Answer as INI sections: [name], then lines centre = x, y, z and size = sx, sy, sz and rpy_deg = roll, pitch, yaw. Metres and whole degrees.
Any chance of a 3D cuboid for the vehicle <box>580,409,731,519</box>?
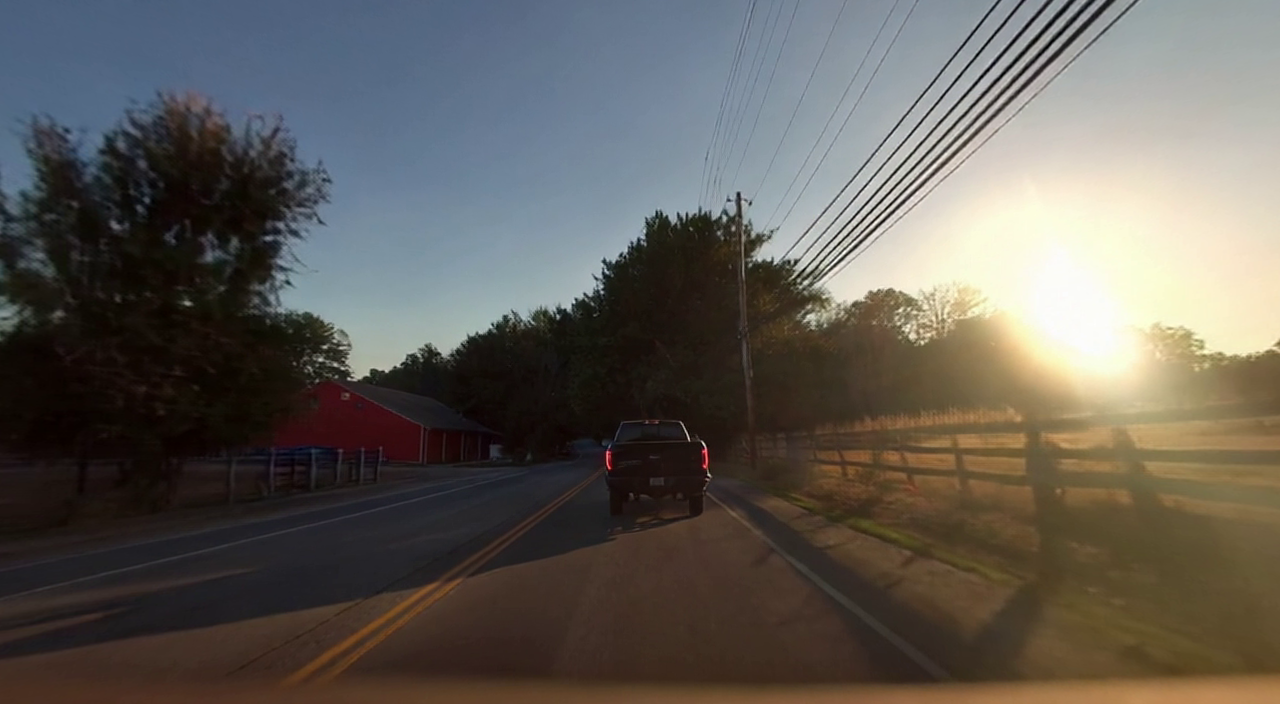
[vehicle]
centre = 0.231, 2.465, 14.480
size = 2.693, 1.941, 6.356
rpy_deg = 0, -9, -1
